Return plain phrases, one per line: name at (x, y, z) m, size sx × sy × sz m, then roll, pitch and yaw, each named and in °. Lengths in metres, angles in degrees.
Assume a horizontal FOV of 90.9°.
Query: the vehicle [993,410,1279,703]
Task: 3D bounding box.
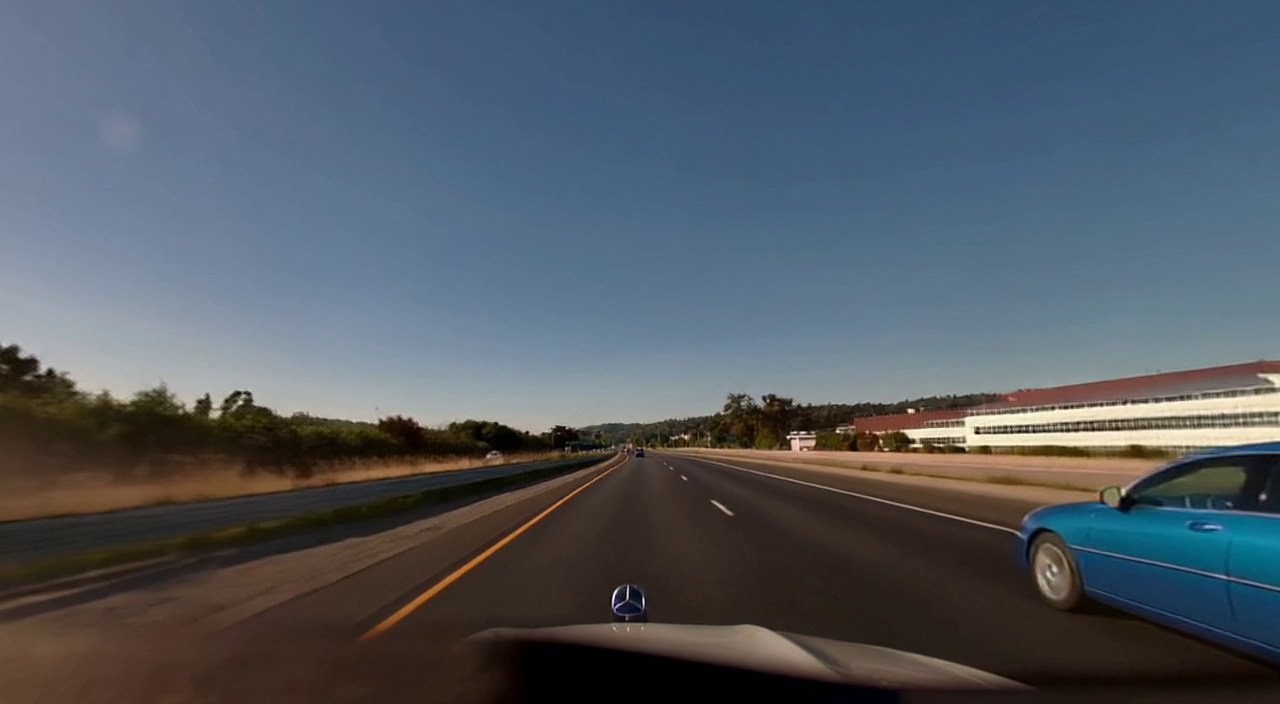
vehicle at (4.200, 1.040, 3.183) m, size 2.053 × 1.490 × 4.799 m, roll -1°, pitch -8°, yaw 0°
